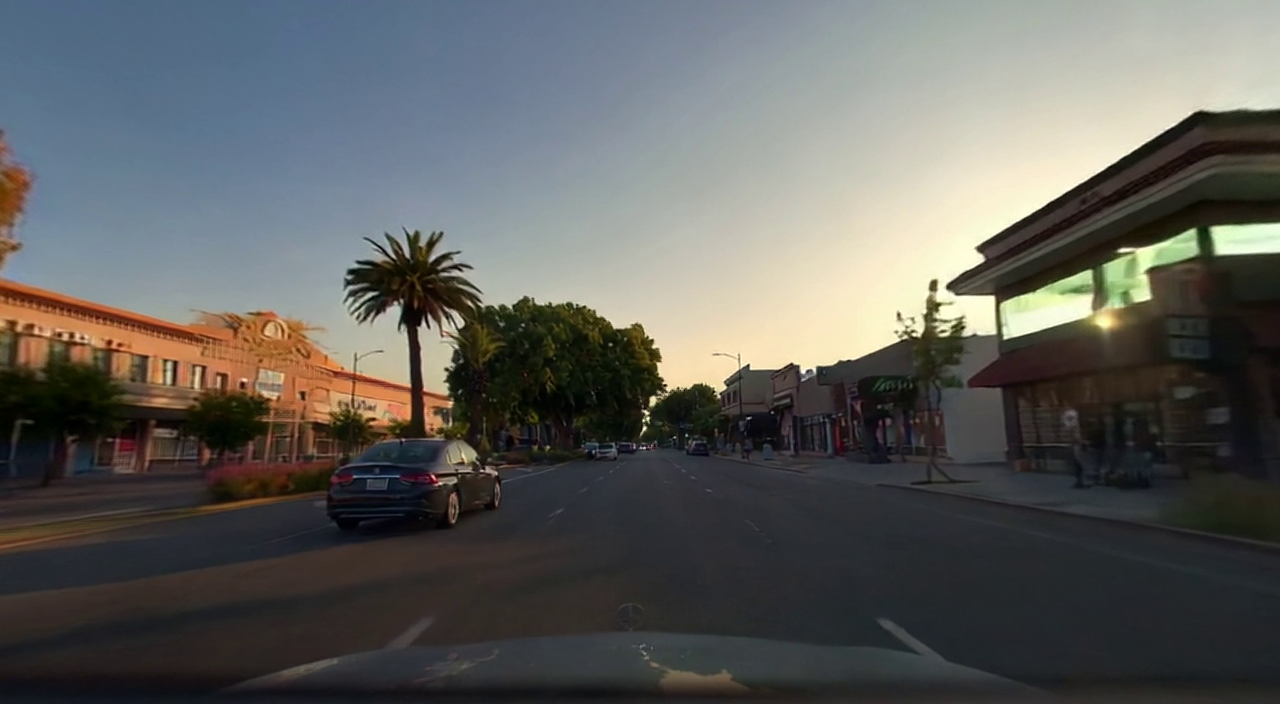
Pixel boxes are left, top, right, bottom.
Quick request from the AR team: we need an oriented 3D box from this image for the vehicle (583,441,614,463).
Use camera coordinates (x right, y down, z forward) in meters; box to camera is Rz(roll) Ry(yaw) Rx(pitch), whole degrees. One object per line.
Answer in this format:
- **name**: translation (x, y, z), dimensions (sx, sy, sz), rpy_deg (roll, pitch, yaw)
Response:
- **vehicle**: translation (-3.194, 7.738, 48.885), dimensions (2.024, 1.636, 4.121), rpy_deg (0, -9, 1)

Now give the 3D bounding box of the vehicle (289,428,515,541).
- **vehicle**: translation (-3.666, 2.120, 10.776), dimensions (2.032, 1.511, 4.424), rpy_deg (0, -9, 2)
